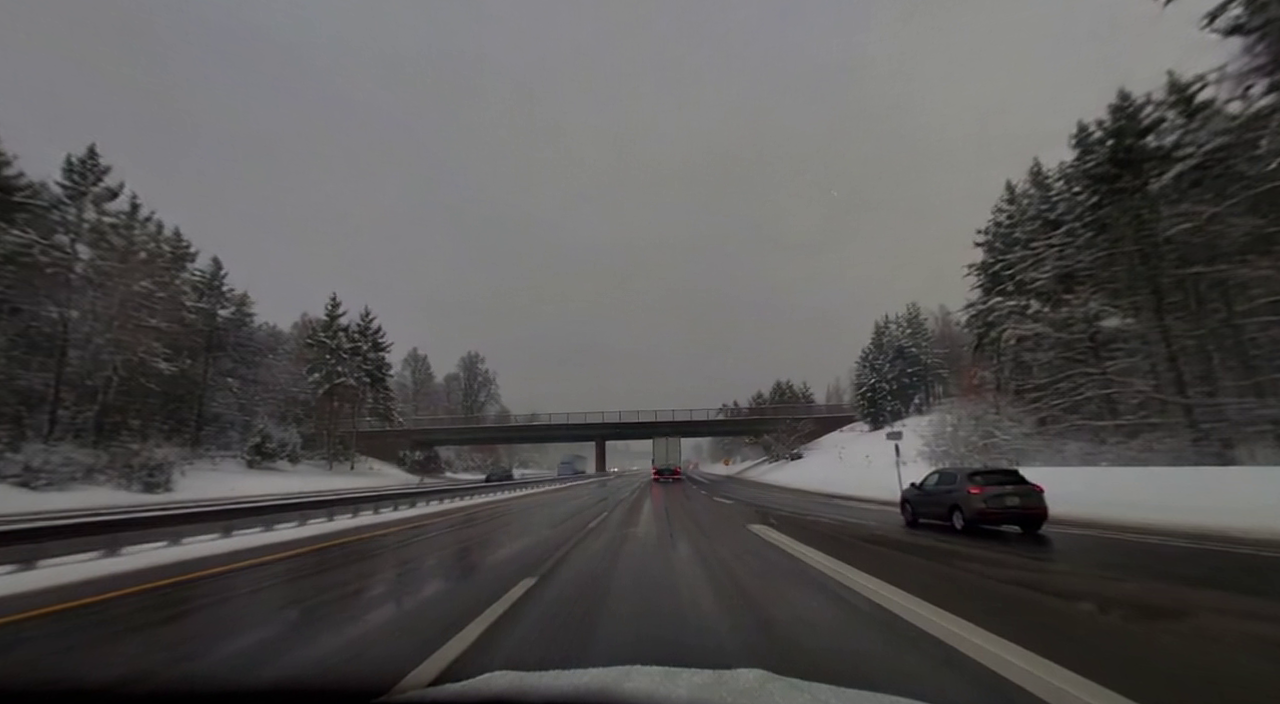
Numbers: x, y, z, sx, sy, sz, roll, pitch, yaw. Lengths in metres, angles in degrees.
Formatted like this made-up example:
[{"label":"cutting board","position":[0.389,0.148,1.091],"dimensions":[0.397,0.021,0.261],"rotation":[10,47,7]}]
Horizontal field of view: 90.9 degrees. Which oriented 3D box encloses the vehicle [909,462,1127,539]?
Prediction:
[{"label":"vehicle","position":[8.365,3.301,14.490],"dimensions":[1.949,1.468,4.145],"rotation":[3,-11,-10]}]
